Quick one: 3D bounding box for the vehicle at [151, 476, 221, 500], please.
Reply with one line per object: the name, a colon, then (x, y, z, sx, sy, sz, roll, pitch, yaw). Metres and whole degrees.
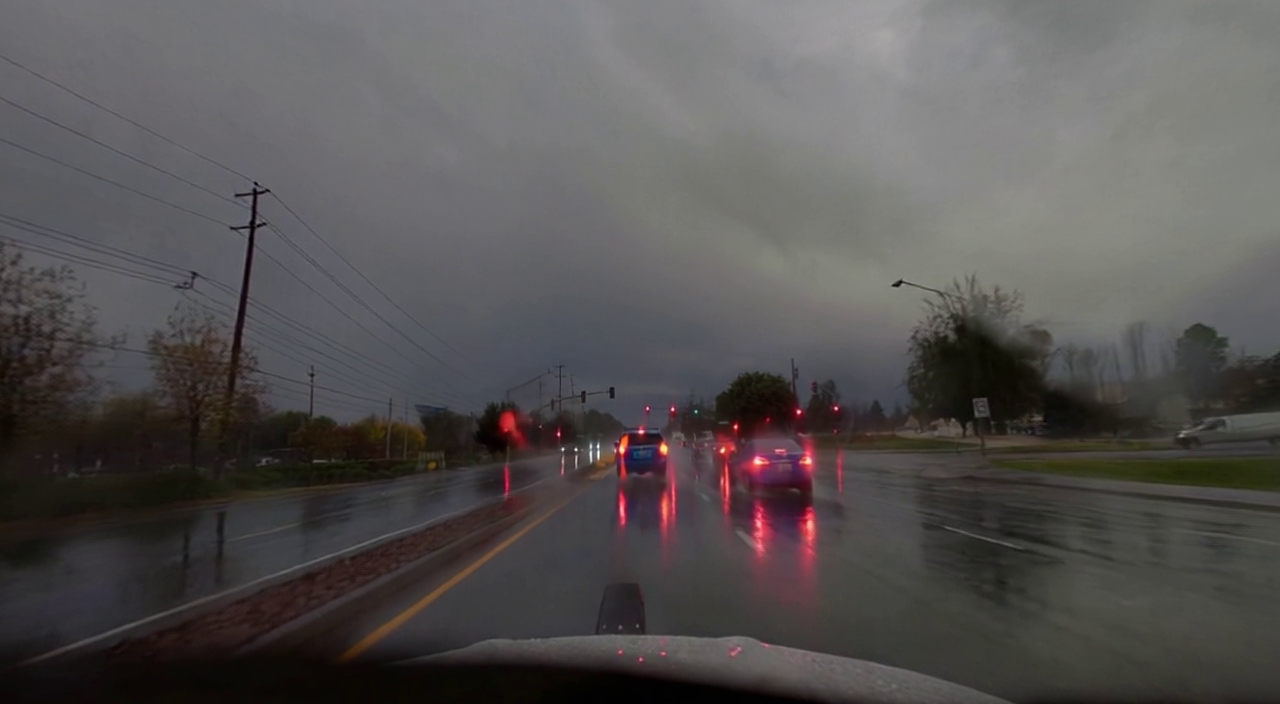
vehicle: (-33.198, 9.949, 46.249, 3.637, 1.483, 2.007, -1, -6, 1)

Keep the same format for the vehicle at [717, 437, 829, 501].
vehicle: (3.379, 3.061, 16.993, 1.984, 1.462, 4.513, 0, -9, -1)

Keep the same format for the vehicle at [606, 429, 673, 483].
vehicle: (-0.029, 3.914, 23.904, 2.300, 1.821, 4.254, 0, -9, -1)

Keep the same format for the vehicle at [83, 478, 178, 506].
vehicle: (-32.643, 8.962, 40.564, 4.224, 1.614, 2.123, 0, -9, -2)

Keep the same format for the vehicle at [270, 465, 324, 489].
vehicle: (-26.007, 9.485, 47.837, 3.826, 1.522, 1.741, -8, -11, 28)

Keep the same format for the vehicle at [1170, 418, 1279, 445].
vehicle: (44.583, 6.017, 47.334, 7.088, 1.918, 2.678, -6, -10, 36)
